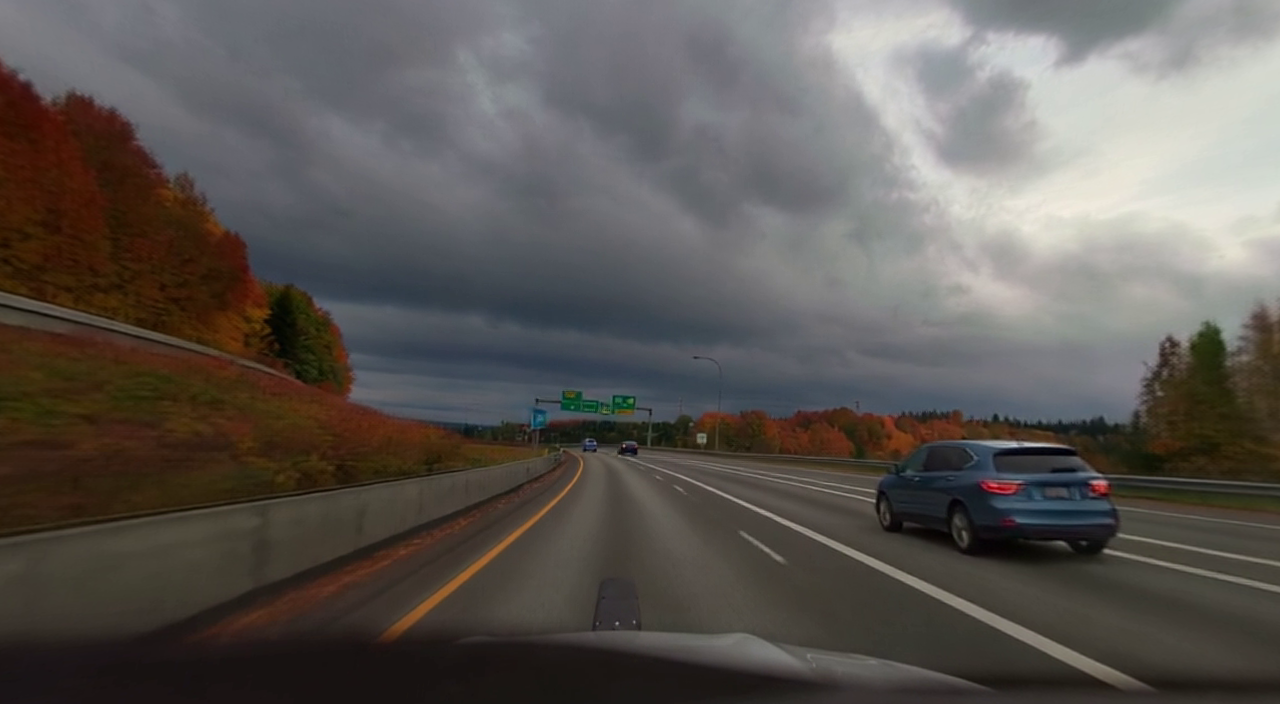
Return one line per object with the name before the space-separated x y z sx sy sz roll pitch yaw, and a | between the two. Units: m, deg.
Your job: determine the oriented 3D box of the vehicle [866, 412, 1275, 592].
vehicle | 4.531 1.628 7.583 1.952 1.536 4.036 0 -9 -2
